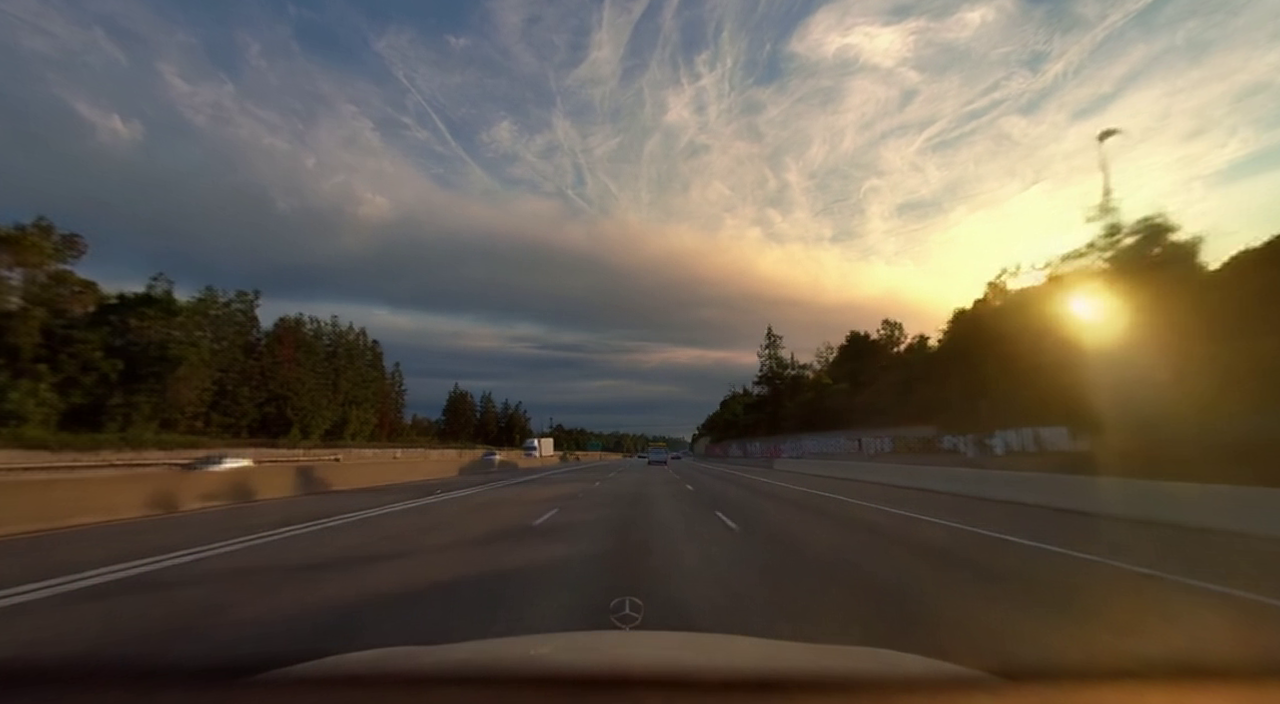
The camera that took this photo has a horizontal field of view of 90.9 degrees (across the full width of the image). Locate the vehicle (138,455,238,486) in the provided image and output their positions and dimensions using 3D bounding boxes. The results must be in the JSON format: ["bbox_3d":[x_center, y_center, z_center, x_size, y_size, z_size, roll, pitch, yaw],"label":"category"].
[{"bbox_3d":[-23.452,6.144,32.938,1.807,1.439,4.372,-1,-9,3],"label":"vehicle"}]

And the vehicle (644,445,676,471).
[{"bbox_3d":[1.538,8.393,49.850,2.279,1.934,4.268,0,-9,-1],"label":"vehicle"}]
